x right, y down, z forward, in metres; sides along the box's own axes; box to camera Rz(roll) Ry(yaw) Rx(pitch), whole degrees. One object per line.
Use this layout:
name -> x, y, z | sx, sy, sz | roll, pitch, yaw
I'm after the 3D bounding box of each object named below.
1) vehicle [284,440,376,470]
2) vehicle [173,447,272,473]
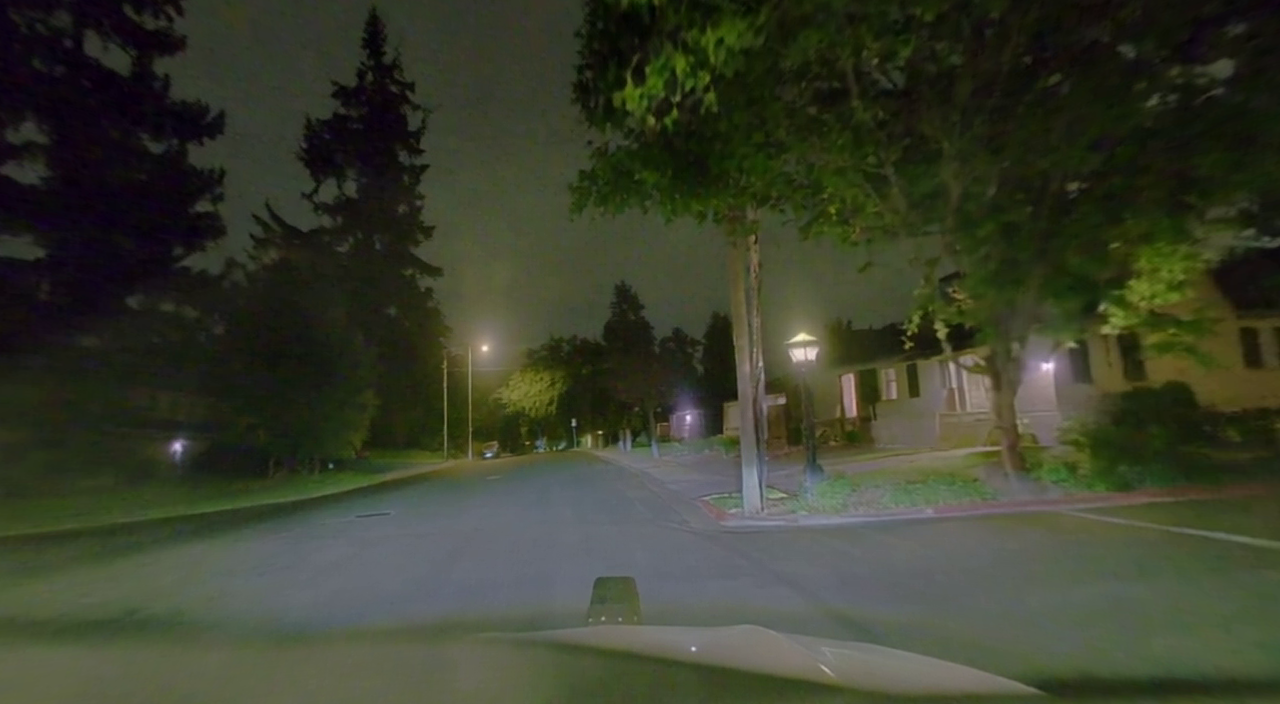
vehicle -> -18.746, 6.242, 38.378 | 4.559, 1.745, 1.918 | 1, -9, -8
vehicle -> -25.052, 6.489, 38.060 | 4.531, 1.470, 1.855 | 0, -9, -4
